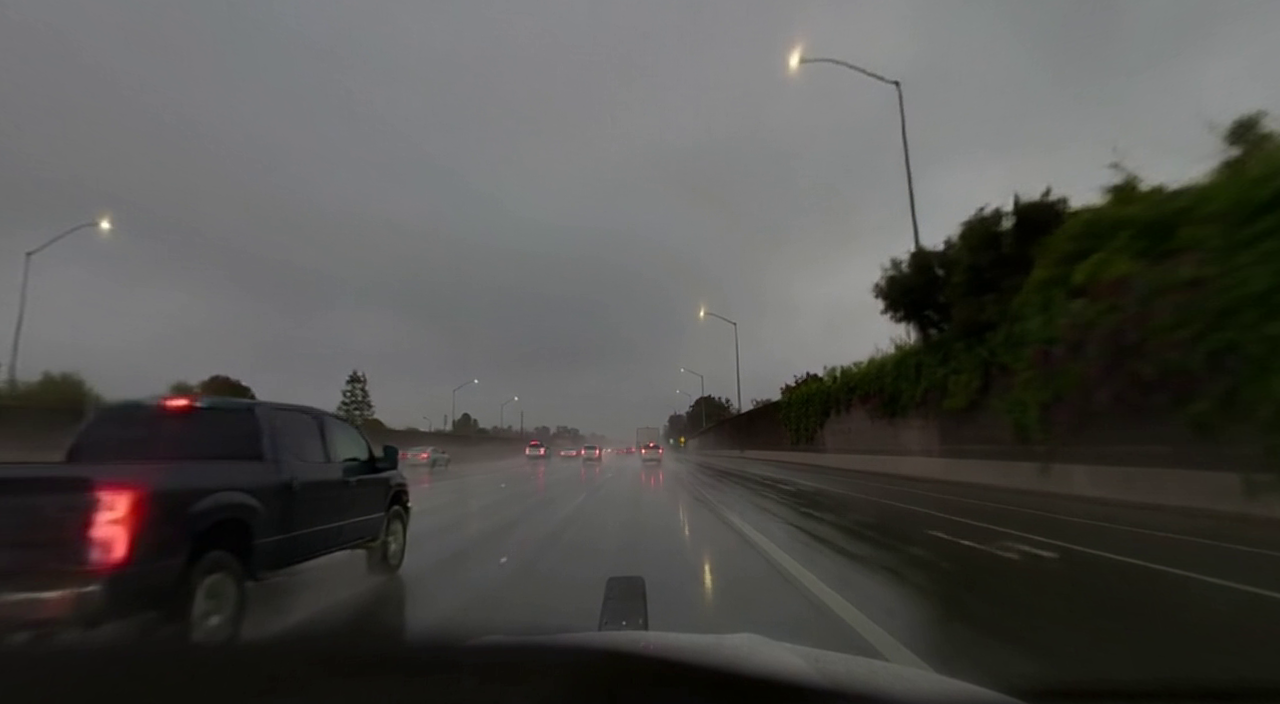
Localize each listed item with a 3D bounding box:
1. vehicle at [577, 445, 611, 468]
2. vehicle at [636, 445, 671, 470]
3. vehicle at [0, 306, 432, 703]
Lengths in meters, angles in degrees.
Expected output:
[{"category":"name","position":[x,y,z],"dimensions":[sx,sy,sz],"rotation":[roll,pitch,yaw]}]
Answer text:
[{"category":"vehicle","position":[-3.145,7.222,43.893],"dimensions":[2.056,1.480,4.022],"rotation":[-1,-8,1]},{"category":"vehicle","position":[0.820,6.585,39.608],"dimensions":[2.073,1.480,4.343],"rotation":[0,-8,0]},{"category":"vehicle","position":[-3.213,1.020,3.974],"dimensions":[2.124,1.787,4.830],"rotation":[0,-8,0]}]
